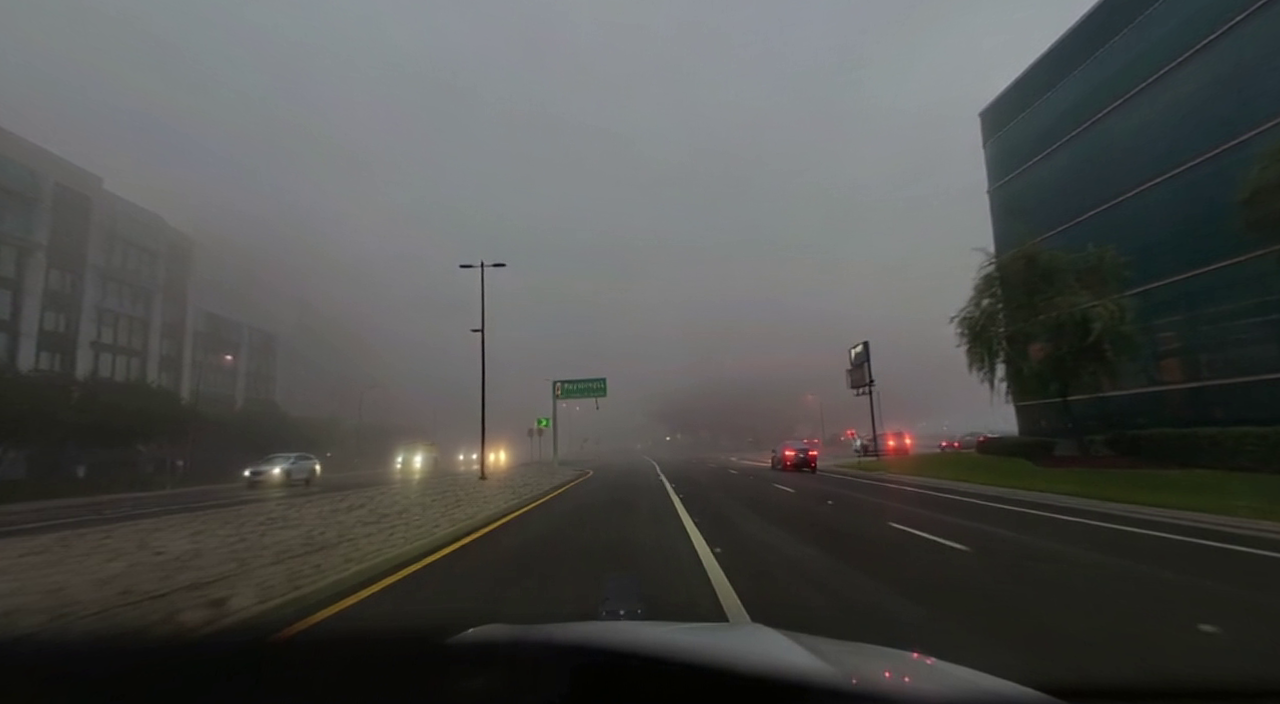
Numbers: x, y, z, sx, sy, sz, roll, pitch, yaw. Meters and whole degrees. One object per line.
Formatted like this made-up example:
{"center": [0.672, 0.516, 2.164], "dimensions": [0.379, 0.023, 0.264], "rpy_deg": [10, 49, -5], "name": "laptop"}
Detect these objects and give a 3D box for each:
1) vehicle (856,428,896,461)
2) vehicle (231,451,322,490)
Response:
{"center": [16.911, 6.633, 45.366], "dimensions": [1.686, 2.284, 3.164], "rpy_deg": [0, -7, 1], "name": "vehicle"}
{"center": [-18.504, 6.003, 32.441], "dimensions": [1.980, 1.732, 4.498], "rpy_deg": [-2, -9, 1], "name": "vehicle"}
